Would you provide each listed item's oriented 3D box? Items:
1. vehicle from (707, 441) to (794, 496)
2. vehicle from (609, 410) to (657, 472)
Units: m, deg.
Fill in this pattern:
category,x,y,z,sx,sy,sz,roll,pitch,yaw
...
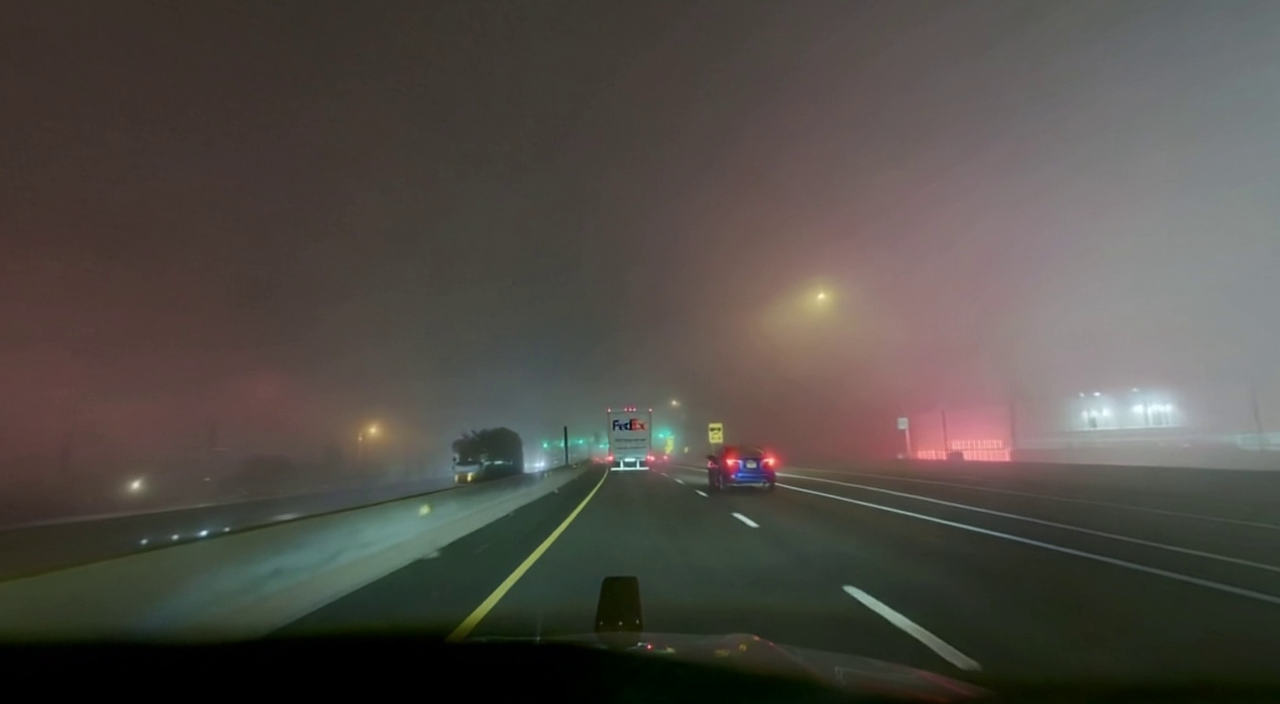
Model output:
category,x,y,z,sx,sy,sz,roll,pitch,yaw
vehicle,3.448,3.719,20.422,1.966,1.558,4.238,0,-9,-1
vehicle,-0.611,6.931,48.548,3.243,4.134,11.656,0,-9,-1
